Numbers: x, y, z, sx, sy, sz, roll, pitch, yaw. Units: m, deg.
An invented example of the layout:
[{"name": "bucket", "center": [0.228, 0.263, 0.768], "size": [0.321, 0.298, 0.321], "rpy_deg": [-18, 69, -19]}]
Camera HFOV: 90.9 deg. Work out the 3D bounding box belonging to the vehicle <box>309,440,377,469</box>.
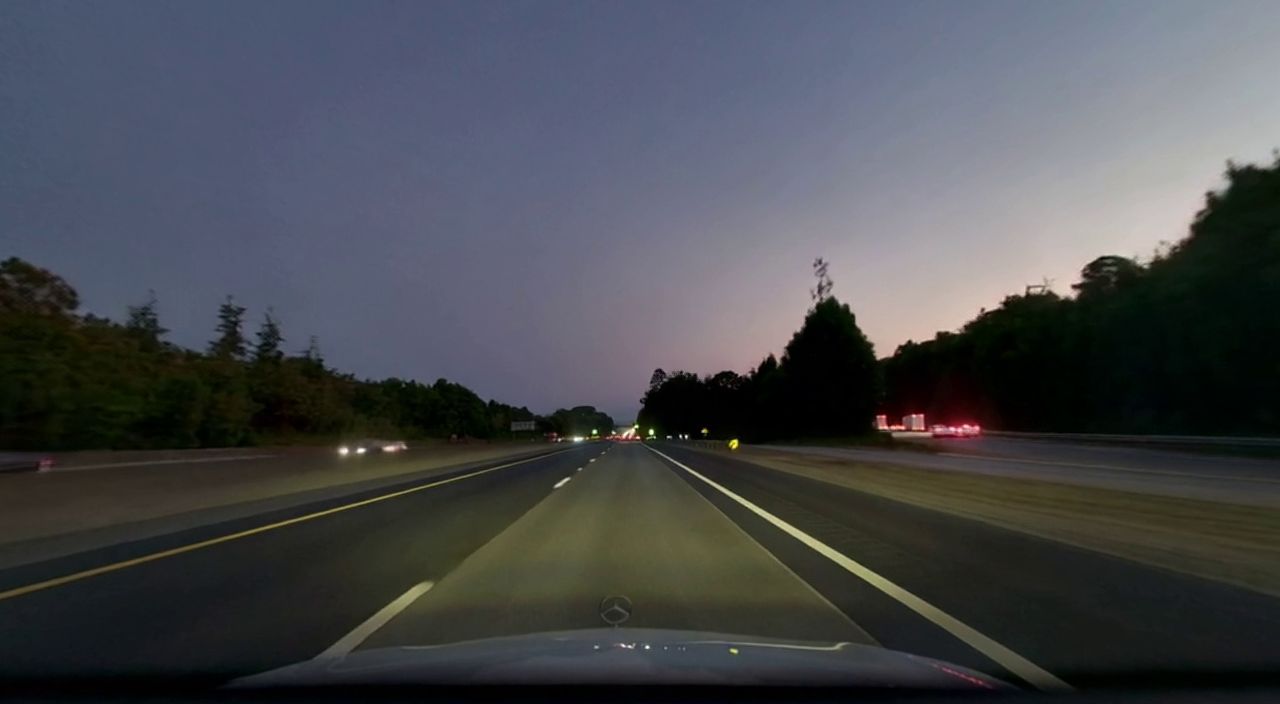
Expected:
[{"name": "vehicle", "center": [-16.816, 5.800, 35.930], "size": [1.823, 1.495, 4.315], "rpy_deg": [0, -8, -1]}]
